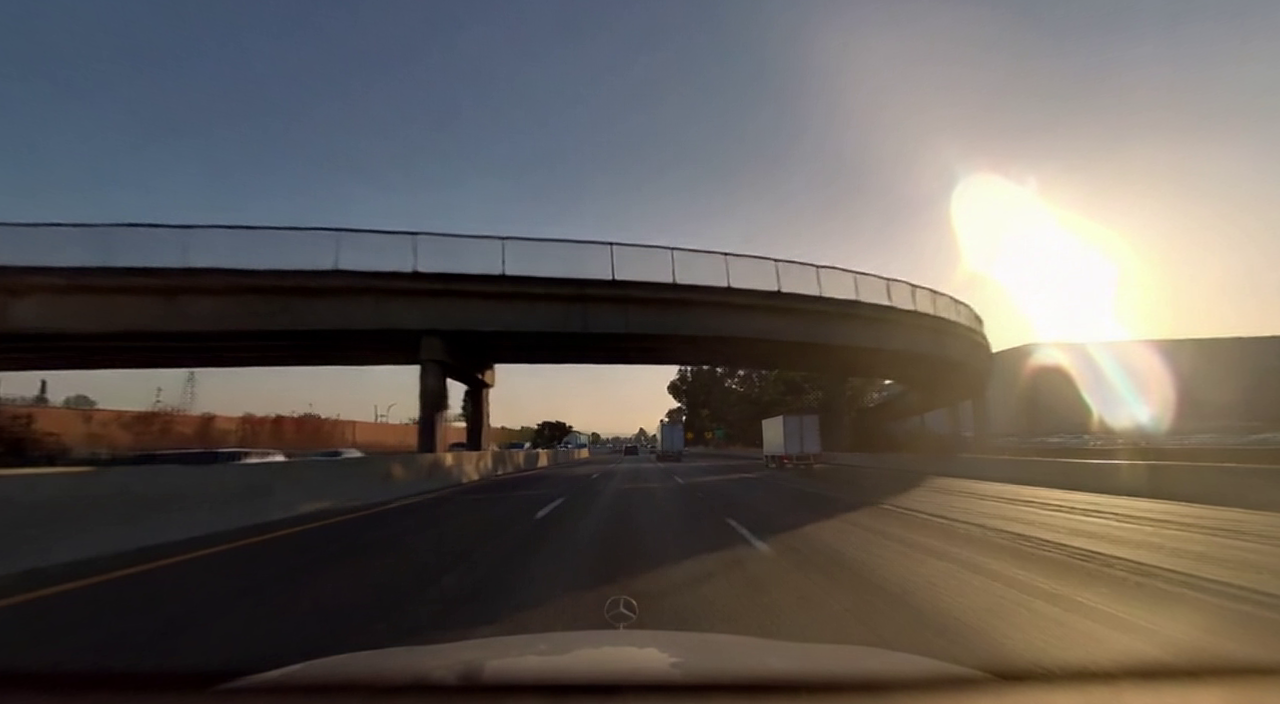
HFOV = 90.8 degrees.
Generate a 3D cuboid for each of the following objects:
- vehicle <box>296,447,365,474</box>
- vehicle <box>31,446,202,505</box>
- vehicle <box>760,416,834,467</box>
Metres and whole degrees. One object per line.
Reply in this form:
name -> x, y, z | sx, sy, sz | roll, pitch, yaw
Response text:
vehicle -> -17.139, 6.010, 35.231 | 1.870, 1.399, 3.844 | 0, -9, 0
vehicle -> -13.654, 3.197, 16.767 | 1.541, 1.373, 3.408 | 0, -9, 1
vehicle -> 11.221, 6.605, 46.285 | 2.912, 3.293, 9.588 | 0, -9, 0
